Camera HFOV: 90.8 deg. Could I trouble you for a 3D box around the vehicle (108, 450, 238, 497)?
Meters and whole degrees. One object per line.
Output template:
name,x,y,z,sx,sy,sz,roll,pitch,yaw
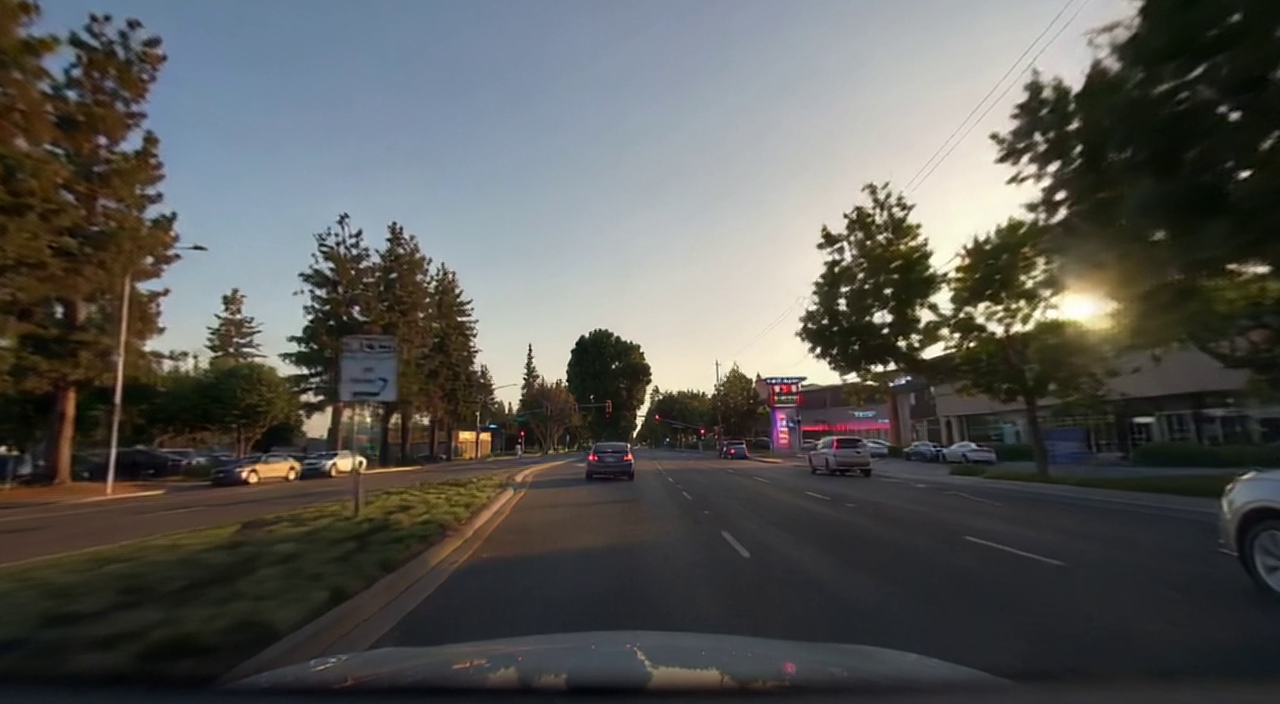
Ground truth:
vehicle,-19.112,4.941,26.168,1.896,1.620,4.542,-2,-8,1

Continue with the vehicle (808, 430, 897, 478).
vehicle,10.261,4.950,31.084,2.266,2.118,5.742,0,-8,-1

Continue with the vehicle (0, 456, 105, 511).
vehicle,-19.265,3.925,18.887,2.083,1.481,5.103,0,-8,0

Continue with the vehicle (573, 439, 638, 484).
vehicle,-1.272,3.949,23.141,2.185,1.473,3.925,0,-8,-4

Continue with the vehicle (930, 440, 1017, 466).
vehicle,19.499,5.881,36.979,4.212,1.436,1.919,-6,-10,34

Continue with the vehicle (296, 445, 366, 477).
vehicle,-19.035,6.730,39.218,2.027,1.831,4.644,0,-8,-1

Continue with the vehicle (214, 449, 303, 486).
vehicle,-19.332,5.810,32.258,1.905,1.698,4.408,0,-8,-2
